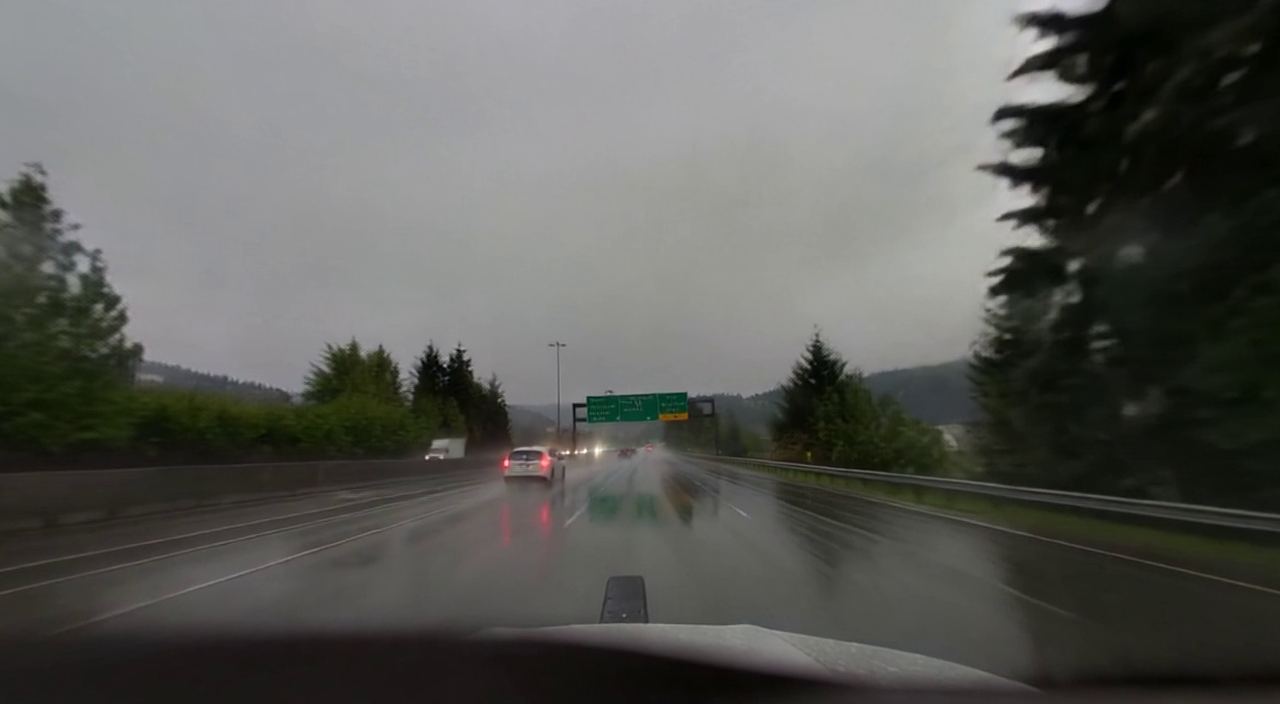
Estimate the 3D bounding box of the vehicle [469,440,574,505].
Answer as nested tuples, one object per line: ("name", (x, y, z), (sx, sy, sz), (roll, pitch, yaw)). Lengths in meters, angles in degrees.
("vehicle", (-3.066, 3.221, 17.243), (1.936, 1.545, 4.116), (0, -9, 2))
